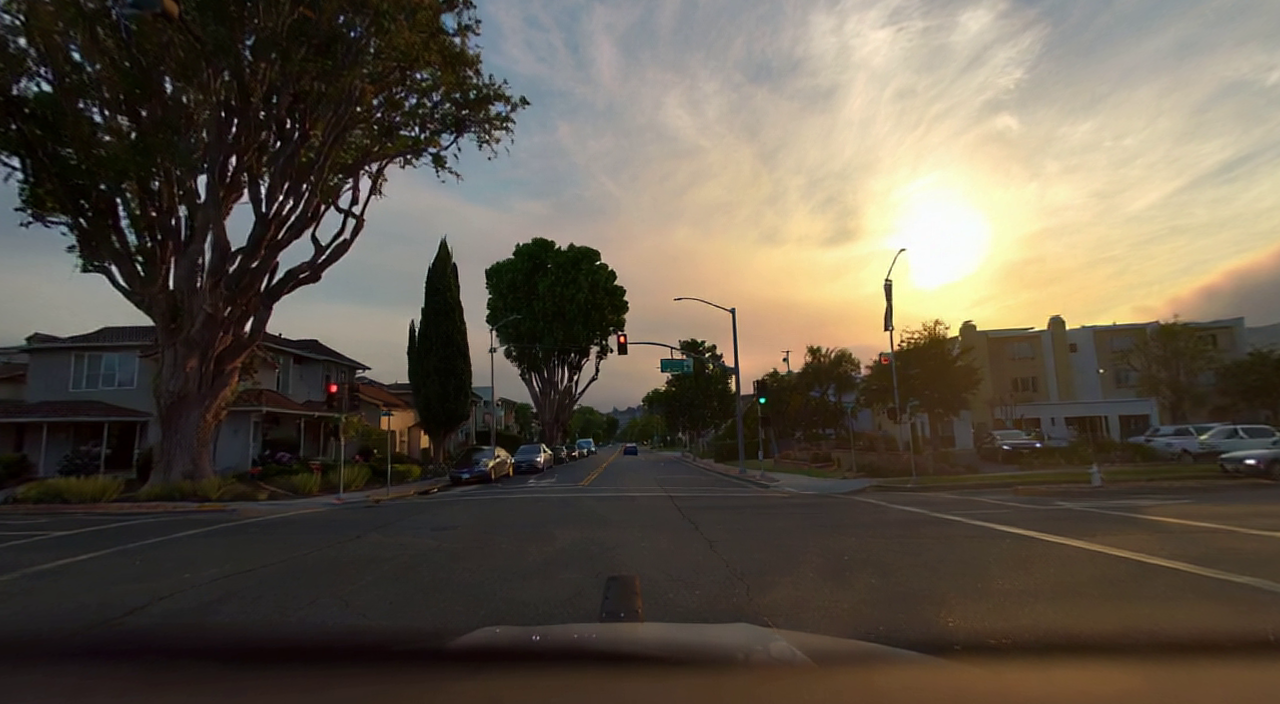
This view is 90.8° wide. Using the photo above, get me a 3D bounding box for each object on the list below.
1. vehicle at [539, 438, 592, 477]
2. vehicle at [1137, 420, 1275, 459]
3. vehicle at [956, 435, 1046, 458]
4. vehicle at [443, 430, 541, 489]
[{"bbox_3d":[-3.643,5.279,31.905,2.120,1.783,4.788,0,-9,-1],"label":"vehicle"},{"bbox_3d":[33.269,5.159,37.238,5.969,2.149,2.331,0,-9,-3],"label":"vehicle"},{"bbox_3d":[24.994,6.551,43.838,5.172,1.515,1.851,0,-9,-2],"label":"vehicle"},{"bbox_3d":[-6.496,4.837,28.976,2.896,2.339,7.322,0,-9,-1],"label":"vehicle"}]
